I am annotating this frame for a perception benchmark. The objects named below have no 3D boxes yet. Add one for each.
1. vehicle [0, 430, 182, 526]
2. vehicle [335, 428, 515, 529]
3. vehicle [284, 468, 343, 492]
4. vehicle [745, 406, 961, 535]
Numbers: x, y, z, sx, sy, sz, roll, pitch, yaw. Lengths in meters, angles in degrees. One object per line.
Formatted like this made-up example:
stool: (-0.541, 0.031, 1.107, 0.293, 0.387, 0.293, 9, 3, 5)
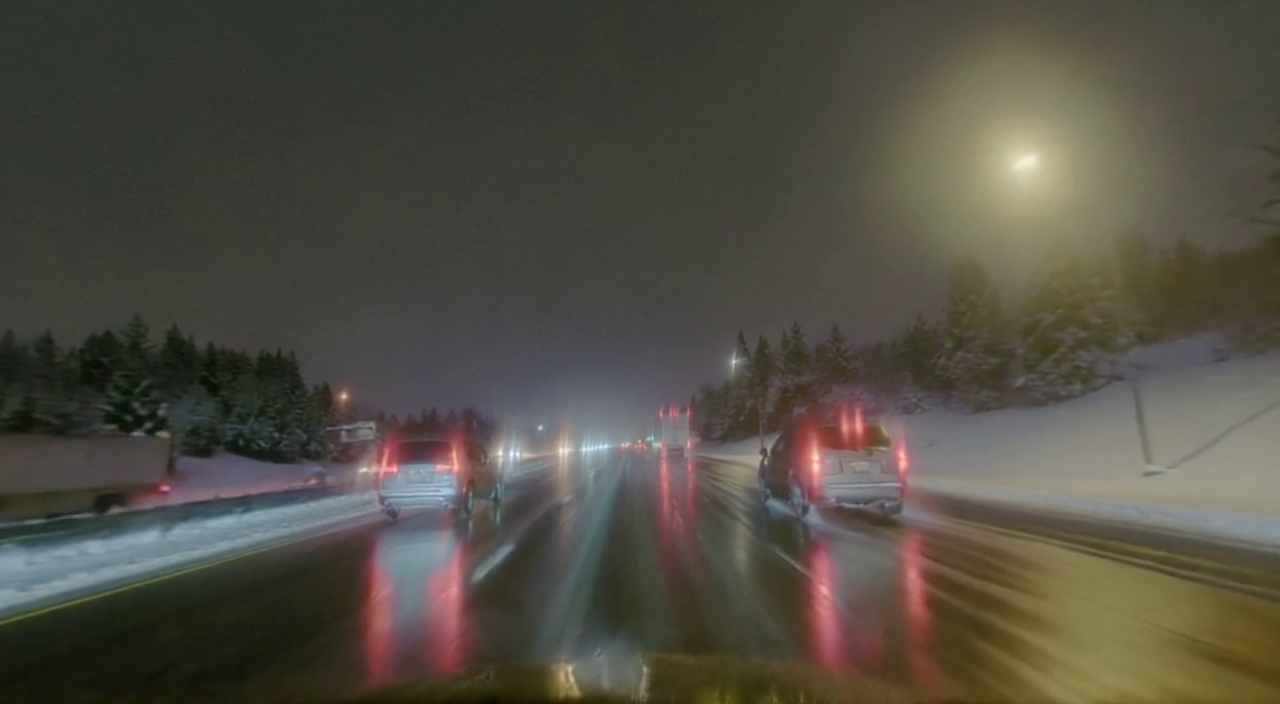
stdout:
vehicle: (-29.000, 5.737, 29.235, 2.880, 4.106, 16.616, 0, -8, 1)
vehicle: (-3.948, 2.396, 12.620, 1.903, 1.607, 4.770, 0, -8, 0)
vehicle: (-25.449, 9.944, 49.469, 2.125, 1.590, 4.808, 0, -8, -1)
vehicle: (3.314, 1.959, 10.999, 2.065, 1.760, 4.488, 0, -8, -2)
